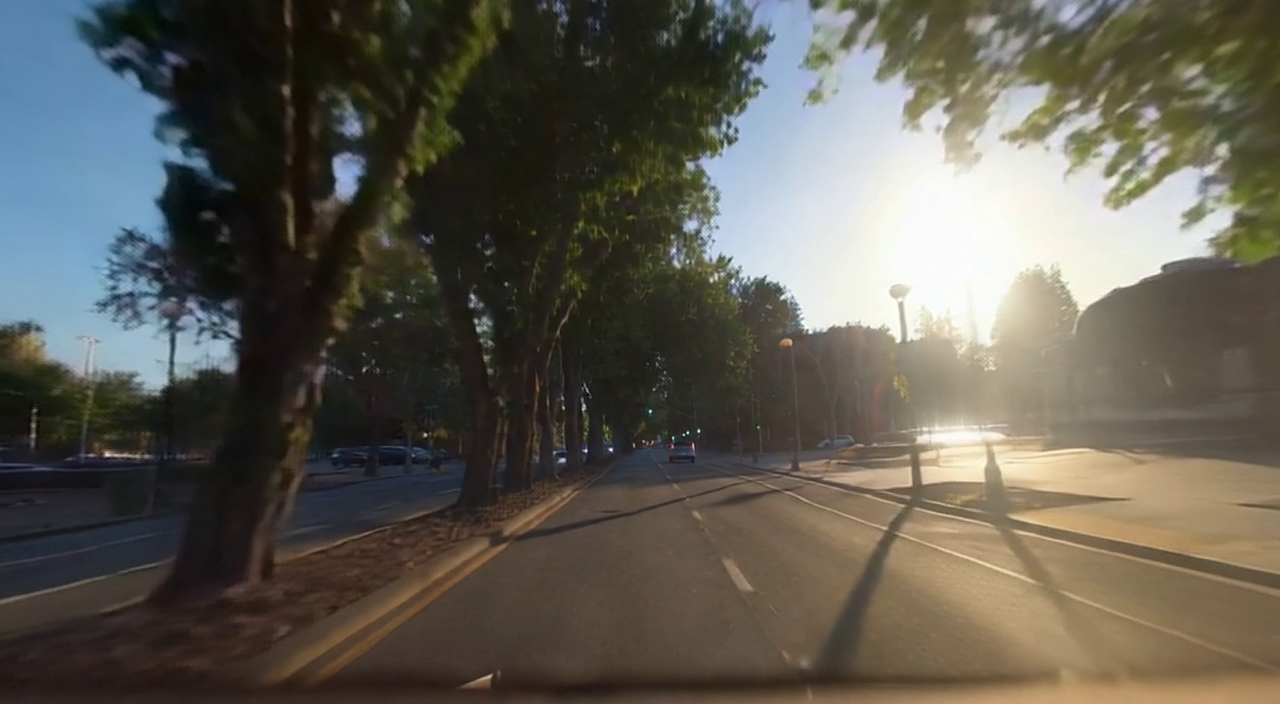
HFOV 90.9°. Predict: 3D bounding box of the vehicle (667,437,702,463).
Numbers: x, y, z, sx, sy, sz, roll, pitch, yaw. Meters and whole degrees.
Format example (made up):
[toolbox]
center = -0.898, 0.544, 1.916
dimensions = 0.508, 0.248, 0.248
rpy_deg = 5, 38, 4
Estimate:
[vehicle]
center = 3.009, 6.755, 43.516
dimensions = 2.129, 1.719, 4.205
rpy_deg = 0, -8, 0
